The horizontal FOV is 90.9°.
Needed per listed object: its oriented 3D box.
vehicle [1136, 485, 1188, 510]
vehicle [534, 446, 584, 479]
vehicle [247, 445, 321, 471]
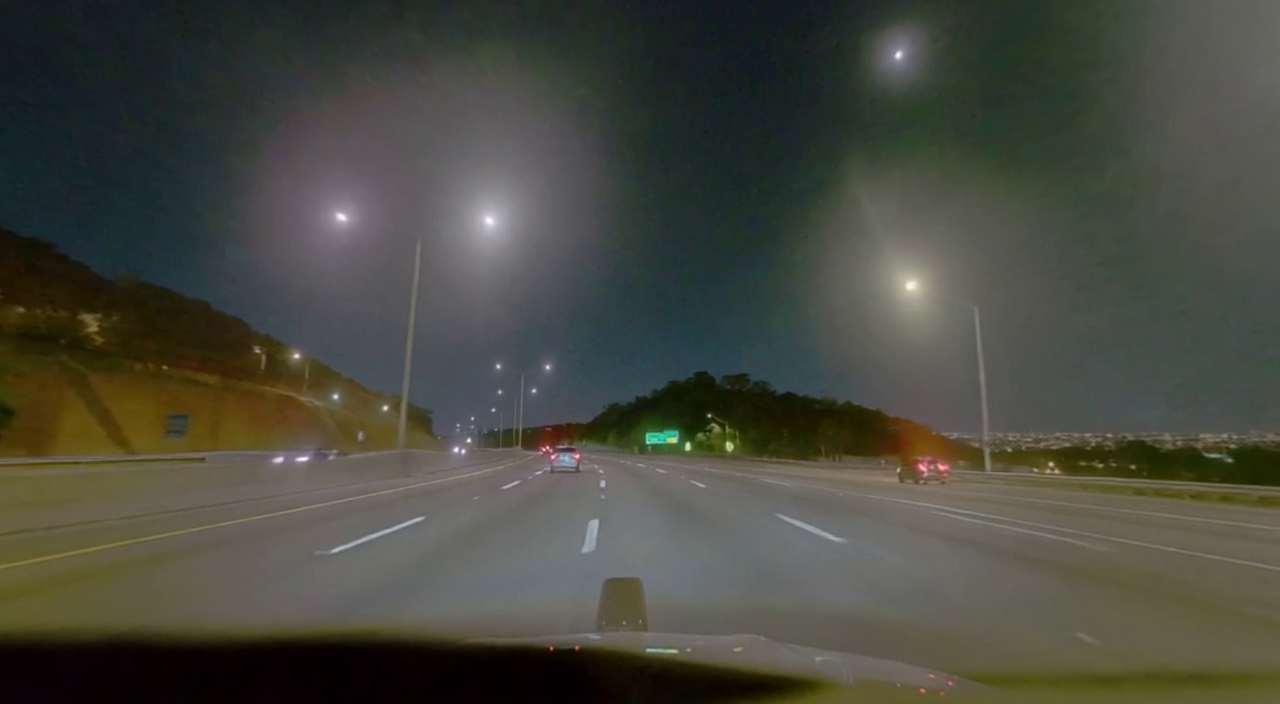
[{"bbox_3d":[37.999,10.580,45.986,1.856,1.462,3.789,-4,-10,23],"label":"vehicle"},{"bbox_3d":[-3.974,5.470,31.534,2.193,1.497,4.337,0,-9,-4],"label":"vehicle"},{"bbox_3d":[-21.304,6.351,37.970,2.076,1.457,4.466,0,-9,-4],"label":"vehicle"}]
